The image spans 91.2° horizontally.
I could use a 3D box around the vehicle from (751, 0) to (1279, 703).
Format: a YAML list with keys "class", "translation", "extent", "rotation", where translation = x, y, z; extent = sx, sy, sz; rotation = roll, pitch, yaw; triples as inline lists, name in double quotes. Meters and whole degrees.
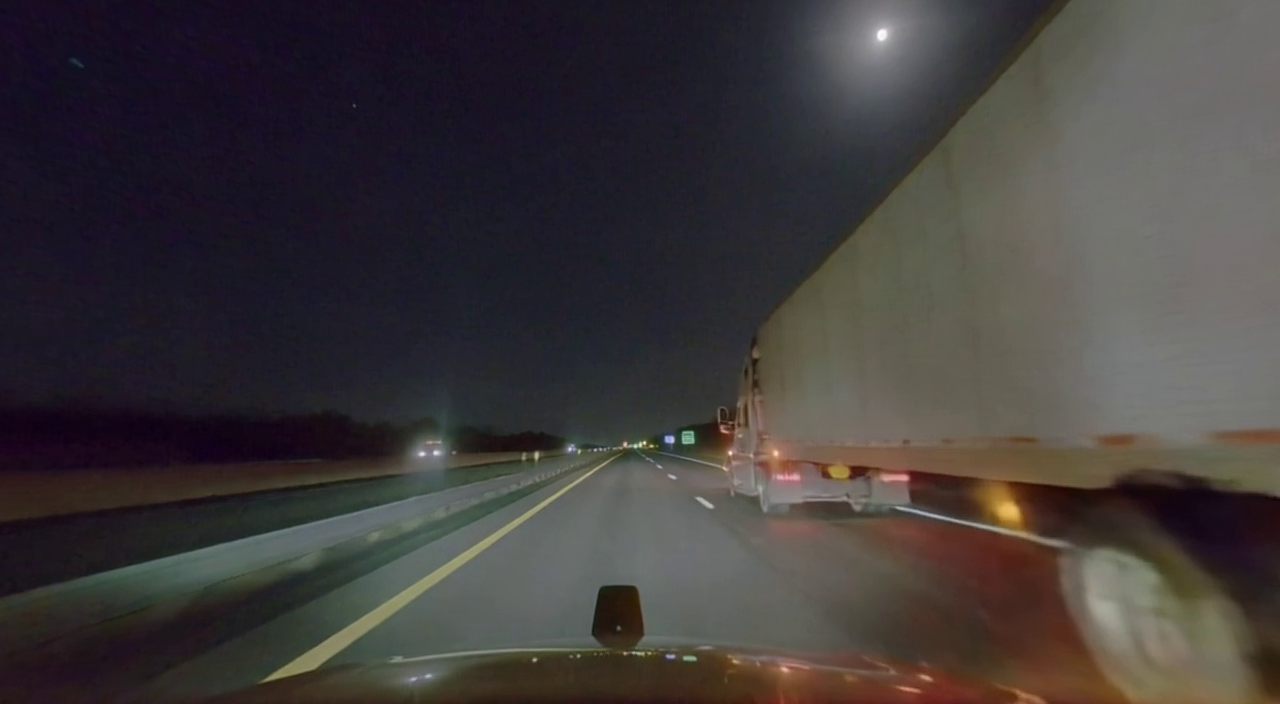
- class: "vehicle"
  translation: [4.064, 0.305, 7.075]
  extent: [2.922, 3.905, 14.151]
  rotation: [0, -9, 0]
